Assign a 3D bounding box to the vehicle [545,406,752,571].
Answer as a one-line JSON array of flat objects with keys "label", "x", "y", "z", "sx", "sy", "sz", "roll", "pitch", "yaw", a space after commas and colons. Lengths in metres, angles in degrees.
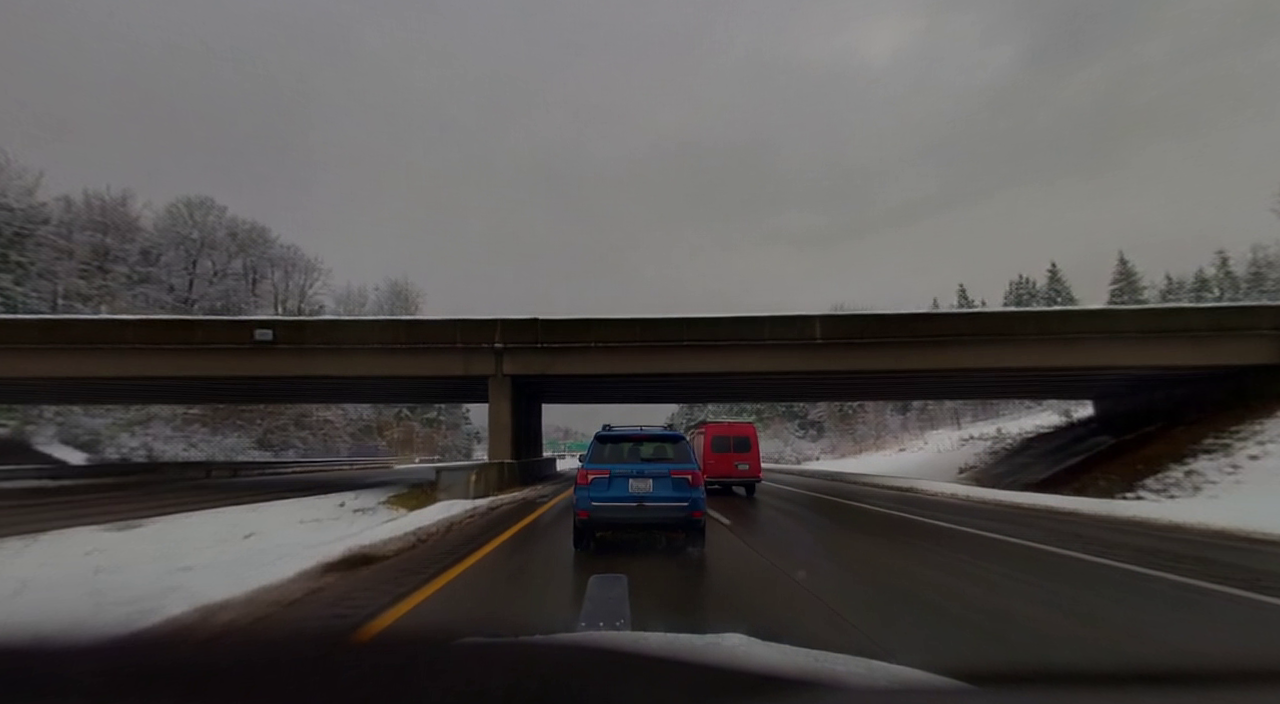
[{"label": "vehicle", "x": 0.091, "y": 1.834, "z": 9.117, "sx": 2.288, "sy": 1.823, "sz": 4.059, "roll": 0, "pitch": -9, "yaw": 0}]
